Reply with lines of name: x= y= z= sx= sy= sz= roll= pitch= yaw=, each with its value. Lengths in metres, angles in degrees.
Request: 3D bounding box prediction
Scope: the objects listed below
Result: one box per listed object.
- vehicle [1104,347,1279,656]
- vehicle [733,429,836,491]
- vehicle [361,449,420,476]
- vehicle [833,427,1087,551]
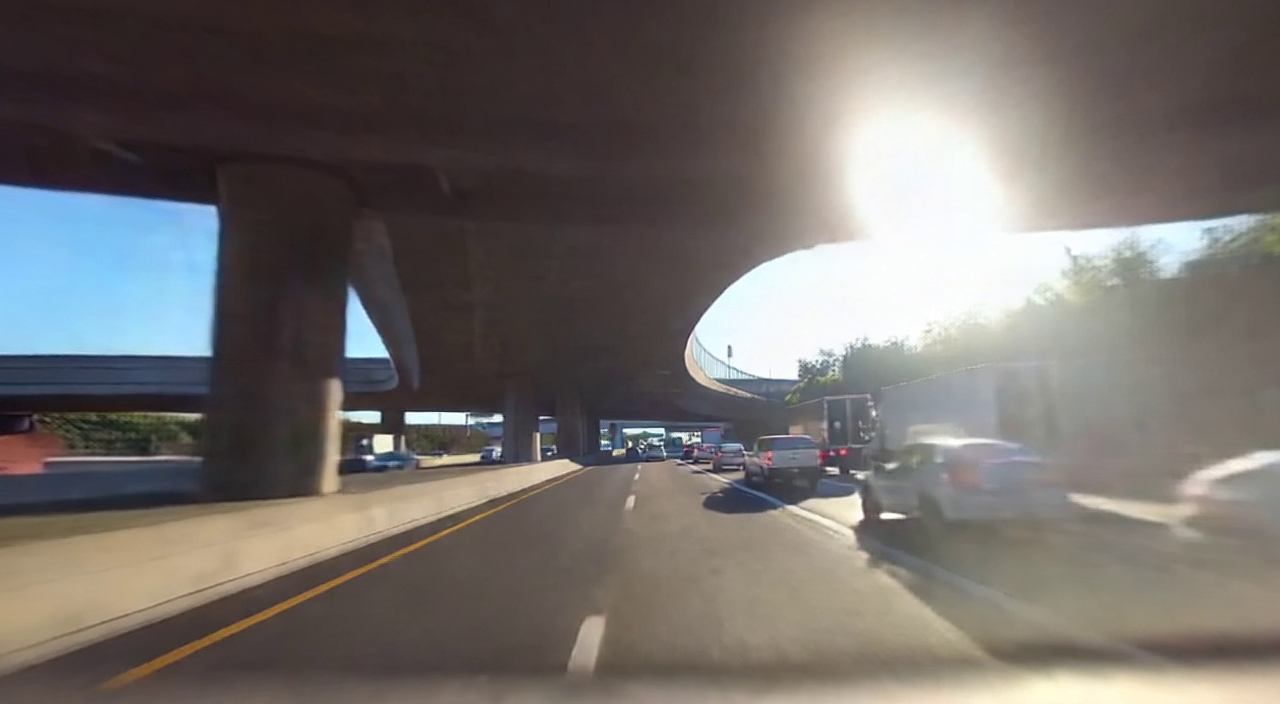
vehicle: x=5.004 y=0.780 z=2.918 sx=1.991 sy=1.921 sz=4.879 roll=0 pitch=-8 yaw=1
vehicle: x=4.679 y=3.593 z=21.361 sx=2.201 sy=1.804 sz=4.801 roll=0 pitch=-8 yaw=-2
vehicle: x=-15.565 y=6.909 z=39.675 sx=1.855 sy=1.550 sz=4.300 roll=0 pitch=-8 yaw=1
vehicle: x=4.617 y=2.016 z=9.924 sx=1.950 sy=1.529 sz=3.884 roll=0 pitch=-8 yaw=0
